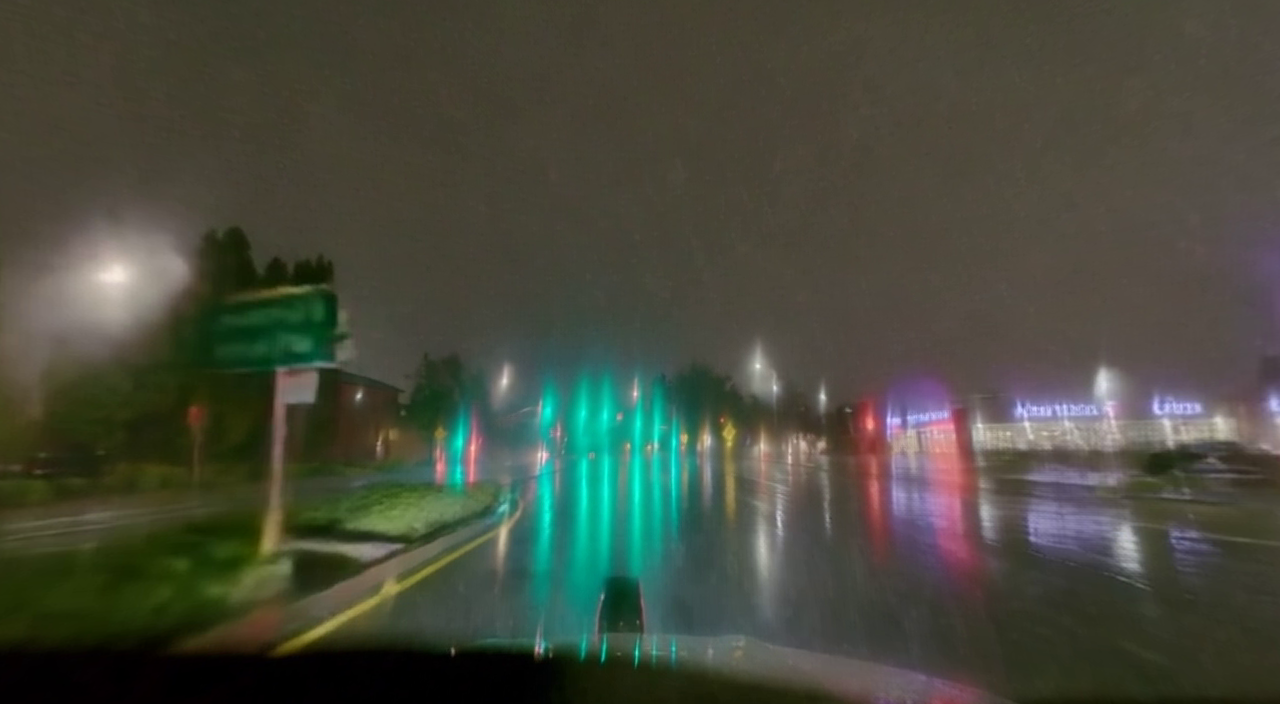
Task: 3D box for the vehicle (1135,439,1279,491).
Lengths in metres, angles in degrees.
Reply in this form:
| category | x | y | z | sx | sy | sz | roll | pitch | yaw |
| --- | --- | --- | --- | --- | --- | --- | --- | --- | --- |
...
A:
| category | x | y | z | sx | sy | sz | roll | pitch | yaw |
| --- | --- | --- | --- | --- | --- | --- | --- | --- | --- |
| vehicle | 19.579 | 3.703 | 20.949 | 1.869 | 1.481 | 4.459 | 1 | -9 | -25 |

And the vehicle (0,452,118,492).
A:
| category | x | y | z | sx | sy | sz | roll | pitch | yaw |
| --- | --- | --- | --- | --- | --- | --- | --- | --- | --- |
| vehicle | -27.134 | 5.414 | 28.753 | 4.731 | 1.677 | 1.999 | 4 | -10 | -28 |
